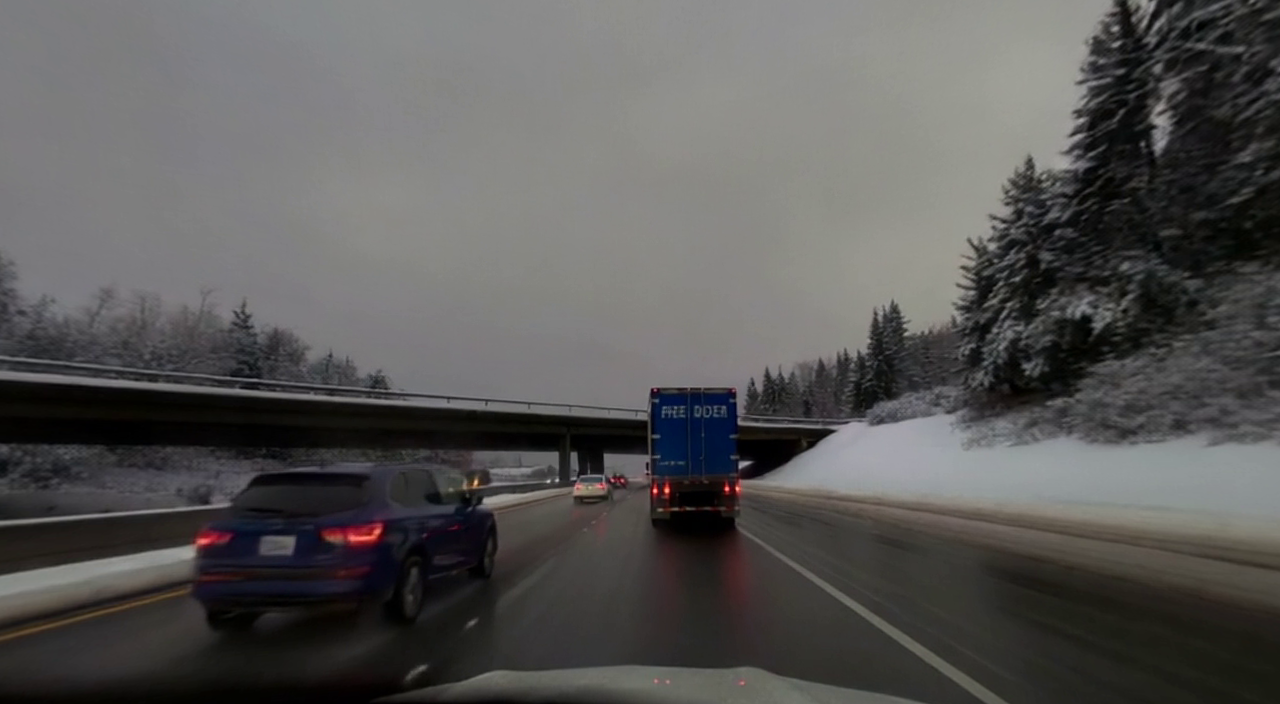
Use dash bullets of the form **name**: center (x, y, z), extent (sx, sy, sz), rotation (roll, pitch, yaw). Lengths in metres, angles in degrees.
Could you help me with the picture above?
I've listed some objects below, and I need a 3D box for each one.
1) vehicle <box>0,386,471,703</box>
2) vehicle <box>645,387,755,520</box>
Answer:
- **vehicle**: center (-3.051, 1.380, 4.679), extent (2.124, 1.653, 4.857), rotation (0, -10, 1)
- **vehicle**: center (1.771, 3.775, 23.017), extent (2.980, 3.834, 9.423), rotation (0, -10, 0)
